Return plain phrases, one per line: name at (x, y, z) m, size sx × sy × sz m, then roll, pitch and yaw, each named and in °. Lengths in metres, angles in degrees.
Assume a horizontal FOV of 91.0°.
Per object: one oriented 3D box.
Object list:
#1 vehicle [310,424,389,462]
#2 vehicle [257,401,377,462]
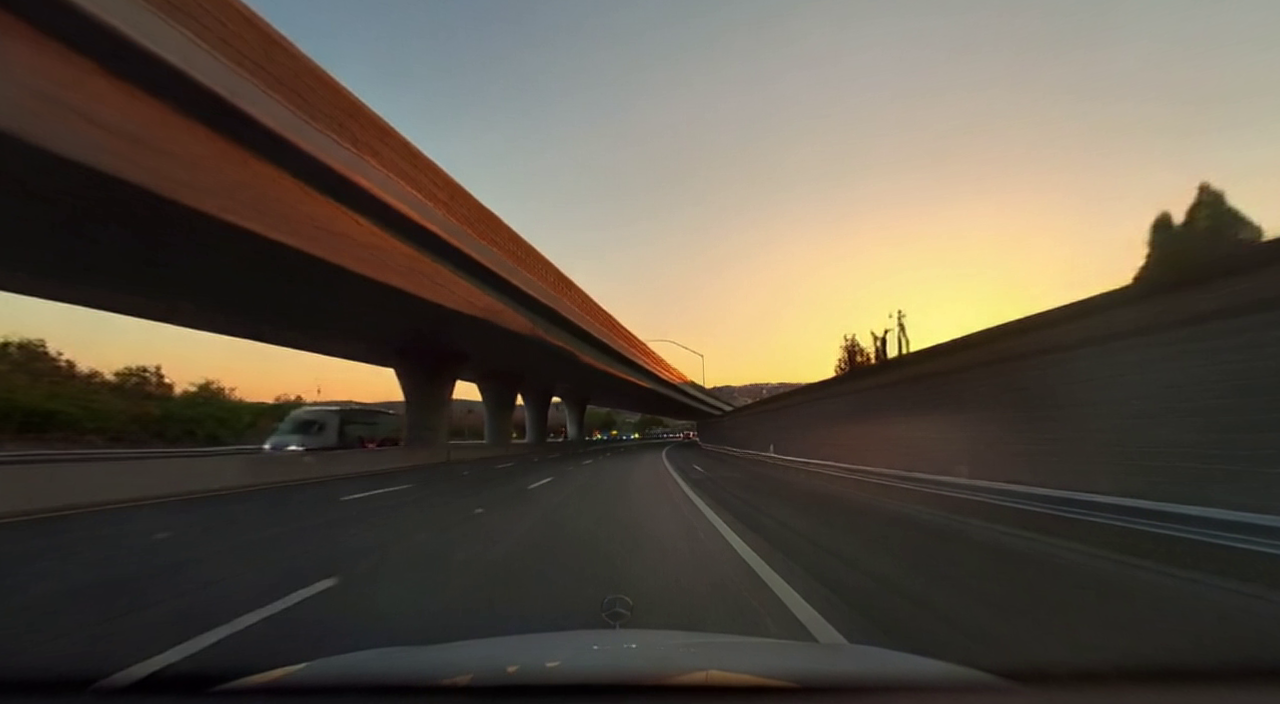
vehicle at (-19.543, 6.181, 42.738) m, size 2.346 × 2.389 × 5.841 m, roll 0°, pitch -8°, yaw 2°
vehicle at (-23.667, 6.019, 47.056) m, size 2.998 × 4.042 × 10.325 m, roll -1°, pitch -8°, yaw 3°
